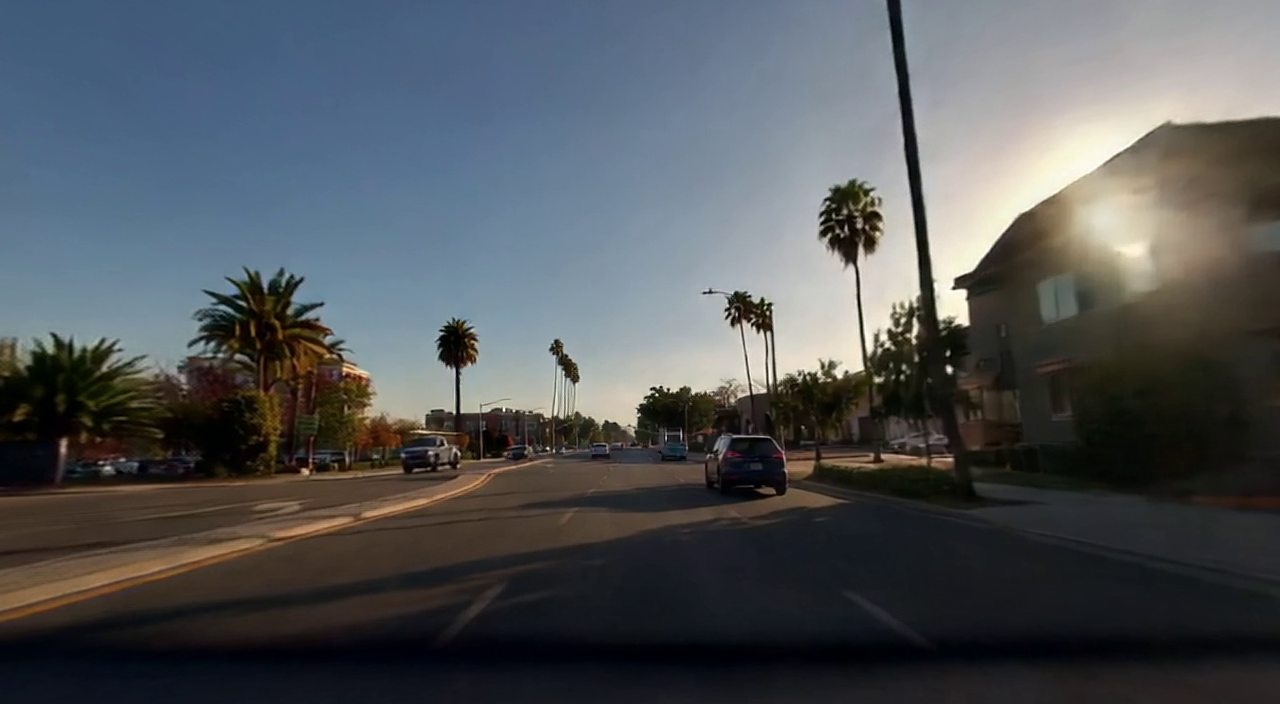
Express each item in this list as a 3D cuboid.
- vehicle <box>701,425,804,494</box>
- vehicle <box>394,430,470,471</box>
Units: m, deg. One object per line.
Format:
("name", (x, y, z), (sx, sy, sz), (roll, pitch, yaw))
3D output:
("vehicle", (3.395, 3.365, 20.038), (2.244, 1.901, 4.561), (0, -8, -3))
("vehicle", (-15.589, 7.464, 47.896), (3.083, 2.852, 7.976), (0, -8, 0))
